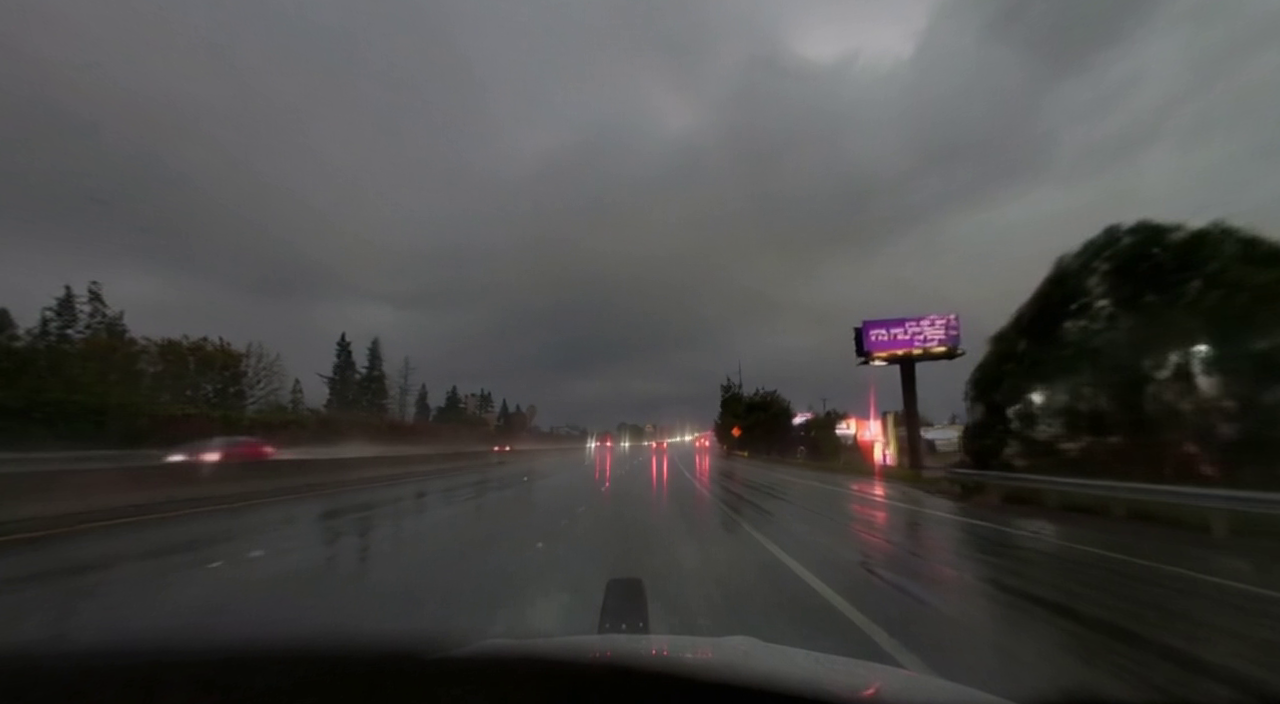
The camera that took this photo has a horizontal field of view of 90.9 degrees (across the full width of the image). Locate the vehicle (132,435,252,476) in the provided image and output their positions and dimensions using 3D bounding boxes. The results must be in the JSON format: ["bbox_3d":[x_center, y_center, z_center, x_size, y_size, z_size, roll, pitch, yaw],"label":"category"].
[{"bbox_3d":[-17.066,3.966,24.263,1.768,1.431,3.605,0,-8,4],"label":"vehicle"}]
